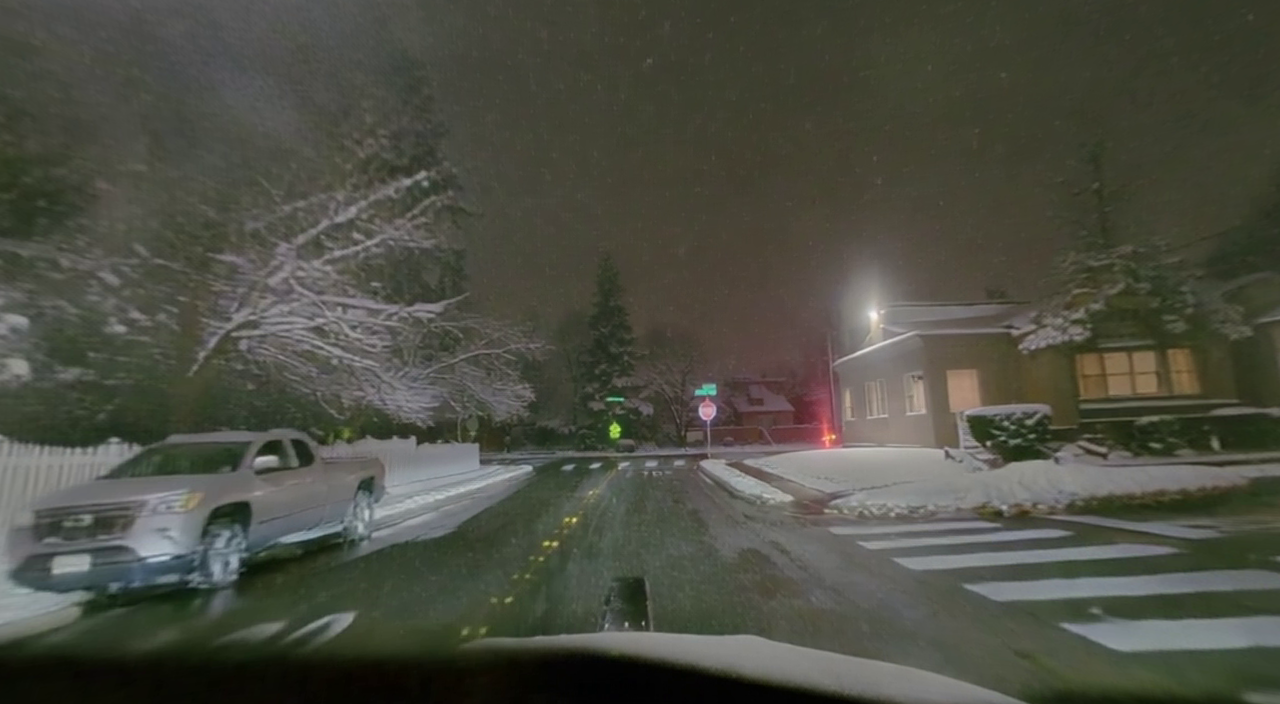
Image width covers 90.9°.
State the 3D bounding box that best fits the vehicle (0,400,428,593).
[{"bbox_3d":[-5.534,1.840,9.448,2.308,1.899,6.107,-1,-7,3],"label":"vehicle"}]
